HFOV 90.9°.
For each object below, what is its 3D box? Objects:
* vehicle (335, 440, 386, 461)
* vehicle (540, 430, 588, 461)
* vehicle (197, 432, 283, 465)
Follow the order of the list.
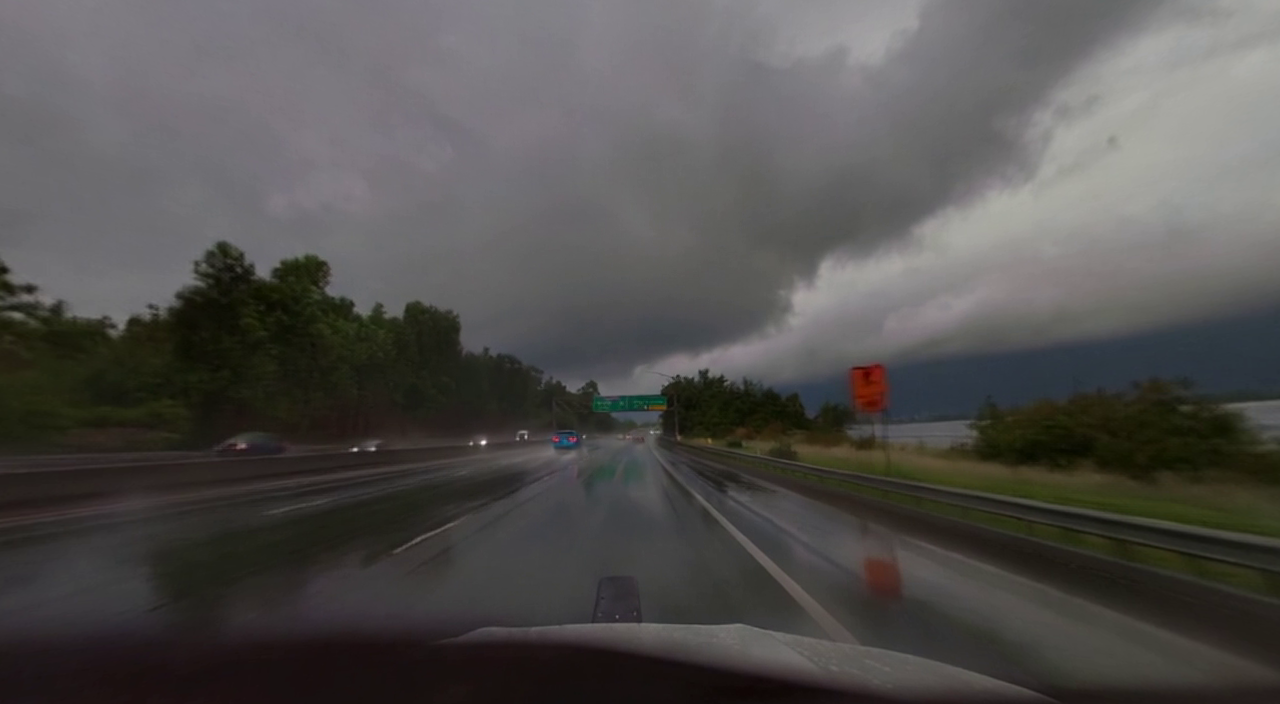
[{"bbox_3d":[-20.043,7.065,45.362,1.799,1.413,4.065,0,-8,0],"label":"vehicle"},{"bbox_3d":[-4.192,5.226,35.495,2.052,1.626,4.514,0,-8,1],"label":"vehicle"},{"bbox_3d":[-24.654,5.953,39.071,2.069,1.916,4.876,0,-8,0],"label":"vehicle"}]
